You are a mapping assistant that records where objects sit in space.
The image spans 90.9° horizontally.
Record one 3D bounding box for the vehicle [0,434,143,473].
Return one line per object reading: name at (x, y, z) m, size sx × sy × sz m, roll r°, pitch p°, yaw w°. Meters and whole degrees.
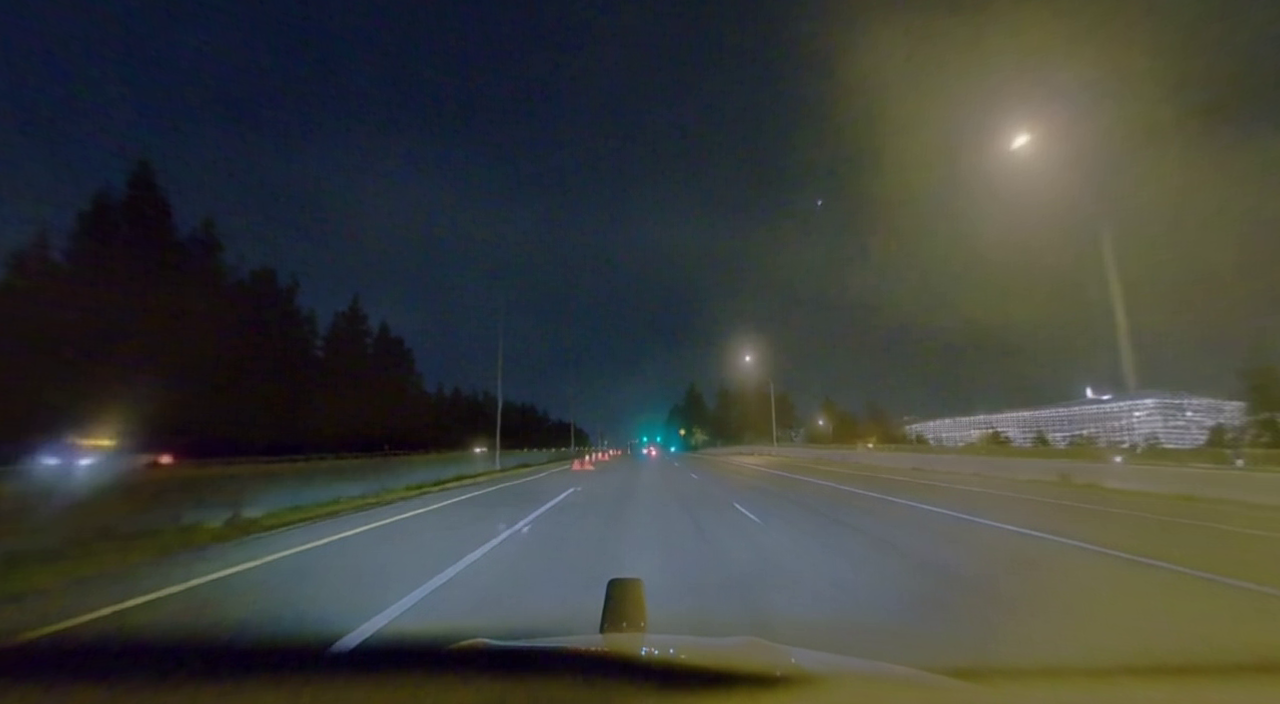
vehicle at (-23.894, 4.276, 26.692) m, size 1.883 × 1.506 × 4.574 m, roll 0°, pitch -8°, yaw 0°
